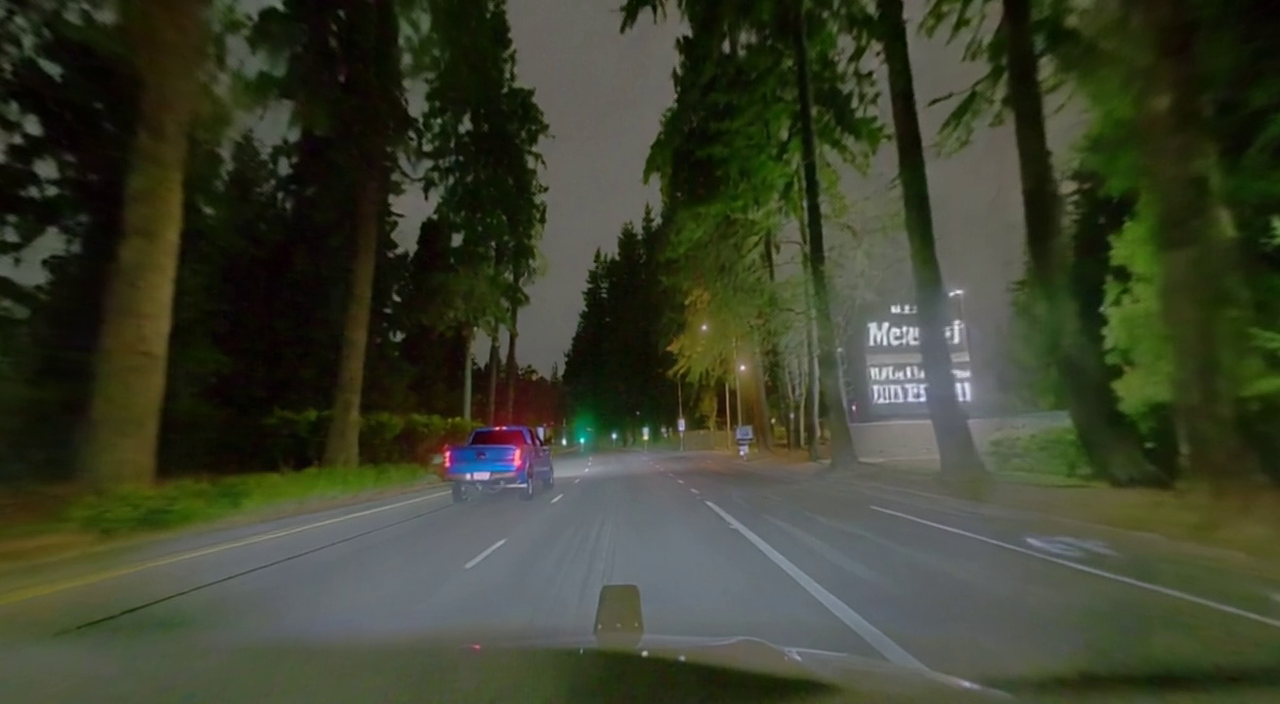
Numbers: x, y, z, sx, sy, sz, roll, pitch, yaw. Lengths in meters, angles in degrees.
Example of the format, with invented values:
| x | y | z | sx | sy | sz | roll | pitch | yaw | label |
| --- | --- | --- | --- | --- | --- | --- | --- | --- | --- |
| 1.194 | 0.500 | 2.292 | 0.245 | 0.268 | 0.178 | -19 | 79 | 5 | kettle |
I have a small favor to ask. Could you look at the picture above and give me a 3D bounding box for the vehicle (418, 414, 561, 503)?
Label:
| x | y | z | sx | sy | sz | roll | pitch | yaw | label |
| --- | --- | --- | --- | --- | --- | --- | --- | --- | --- |
| -3.569 | 2.715 | 16.564 | 2.267 | 1.849 | 6.402 | 0 | -8 | -1 | vehicle |
